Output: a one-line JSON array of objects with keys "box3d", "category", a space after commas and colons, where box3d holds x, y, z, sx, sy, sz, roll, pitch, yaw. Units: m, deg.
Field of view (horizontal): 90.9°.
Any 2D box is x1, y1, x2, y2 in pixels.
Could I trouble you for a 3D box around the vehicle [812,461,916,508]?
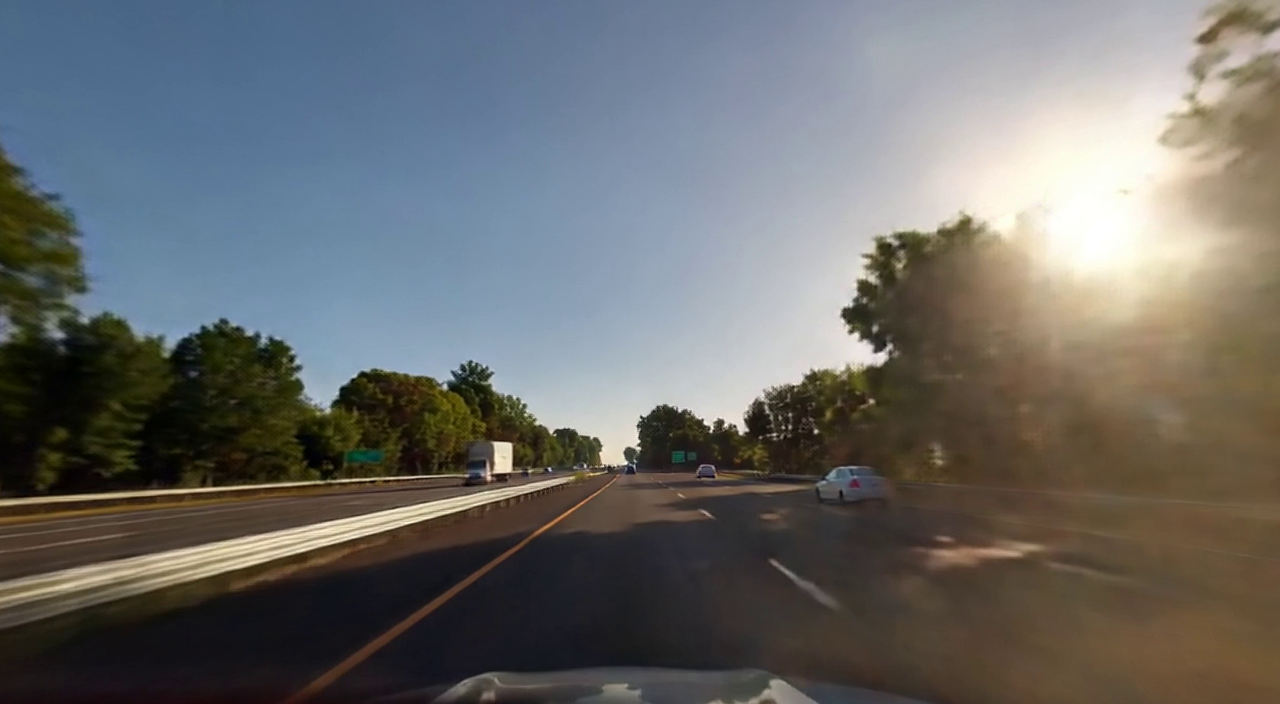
[{"box3d": [7.890, 4.725, 22.702, 2.024, 1.476, 4.352, 1, -10, -1], "category": "vehicle"}]
